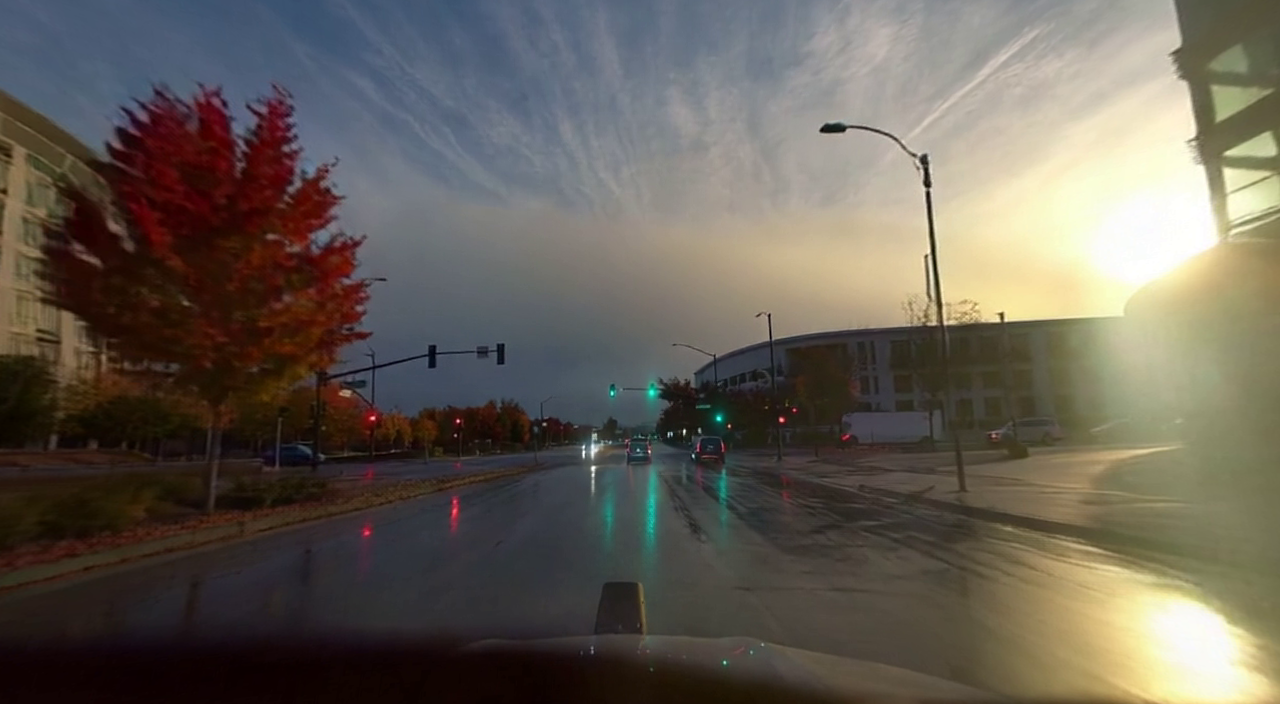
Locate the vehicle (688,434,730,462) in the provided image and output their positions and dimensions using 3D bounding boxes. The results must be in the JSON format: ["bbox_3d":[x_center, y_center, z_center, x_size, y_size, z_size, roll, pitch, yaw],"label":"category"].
[{"bbox_3d":[4.534,6.461,42.202,2.174,1.749,4.739,1,-9,-2],"label":"vehicle"}]

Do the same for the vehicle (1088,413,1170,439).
[{"bbox_3d":[30.436,4.671,39.371,1.729,1.507,4.279,-1,-8,1],"label":"vehicle"}]

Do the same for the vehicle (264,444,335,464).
[{"bbox_3d":[-26.819,8.033,49.716,4.500,1.555,1.913,0,-9,3],"label":"vehicle"}]

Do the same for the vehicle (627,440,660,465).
[{"bbox_3d":[0.172,6.633,41.576,2.014,1.525,4.197,1,-9,-2],"label":"vehicle"}]

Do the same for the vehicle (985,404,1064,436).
[{"bbox_3d":[23.431,4.249,38.650,1.887,1.635,4.695,1,-10,0],"label":"vehicle"}]
